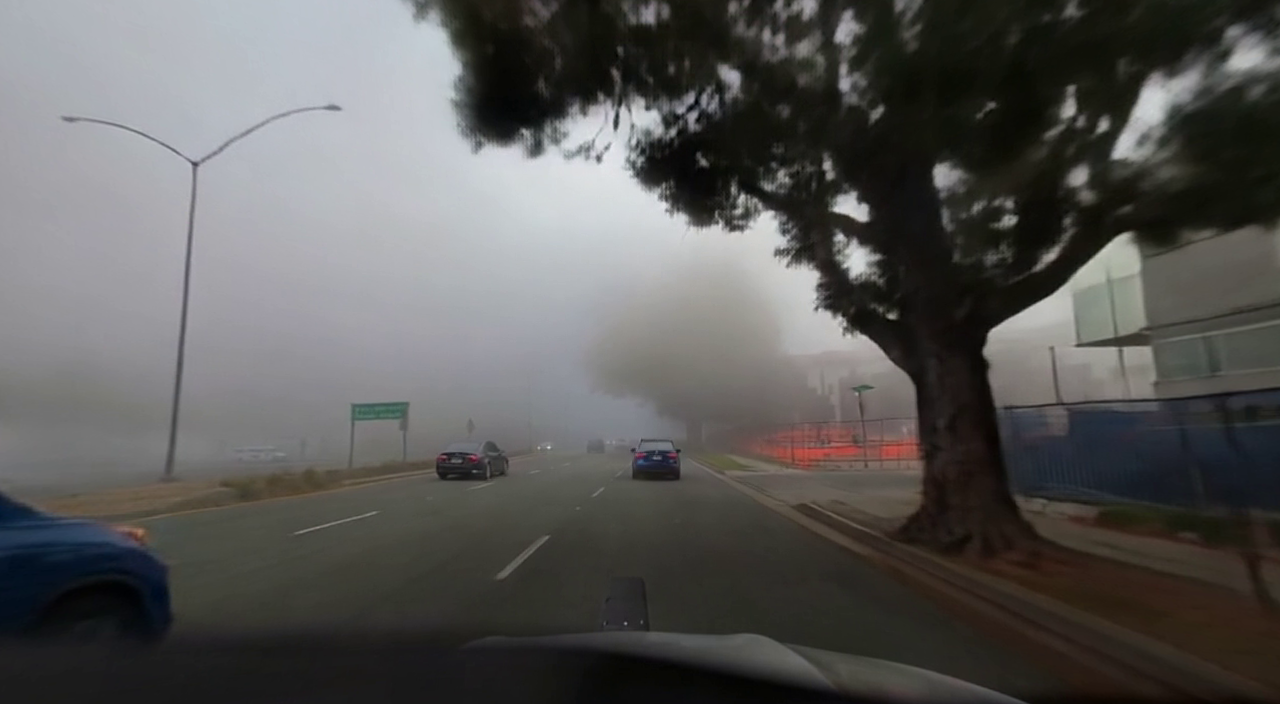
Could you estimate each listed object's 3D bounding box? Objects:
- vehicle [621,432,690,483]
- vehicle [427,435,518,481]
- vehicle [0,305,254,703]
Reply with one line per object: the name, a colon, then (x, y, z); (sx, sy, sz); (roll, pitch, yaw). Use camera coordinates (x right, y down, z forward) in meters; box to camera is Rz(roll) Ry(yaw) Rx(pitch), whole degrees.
vehicle: (0.538, 3.752, 22.673); (2.227, 1.654, 4.091); (0, -8, 1)
vehicle: (-5.882, 3.782, 22.686); (1.877, 1.479, 4.430); (-1, -9, 3)
vehicle: (-3.564, 0.590, 1.392); (2.157, 1.824, 4.986); (0, -8, 1)
